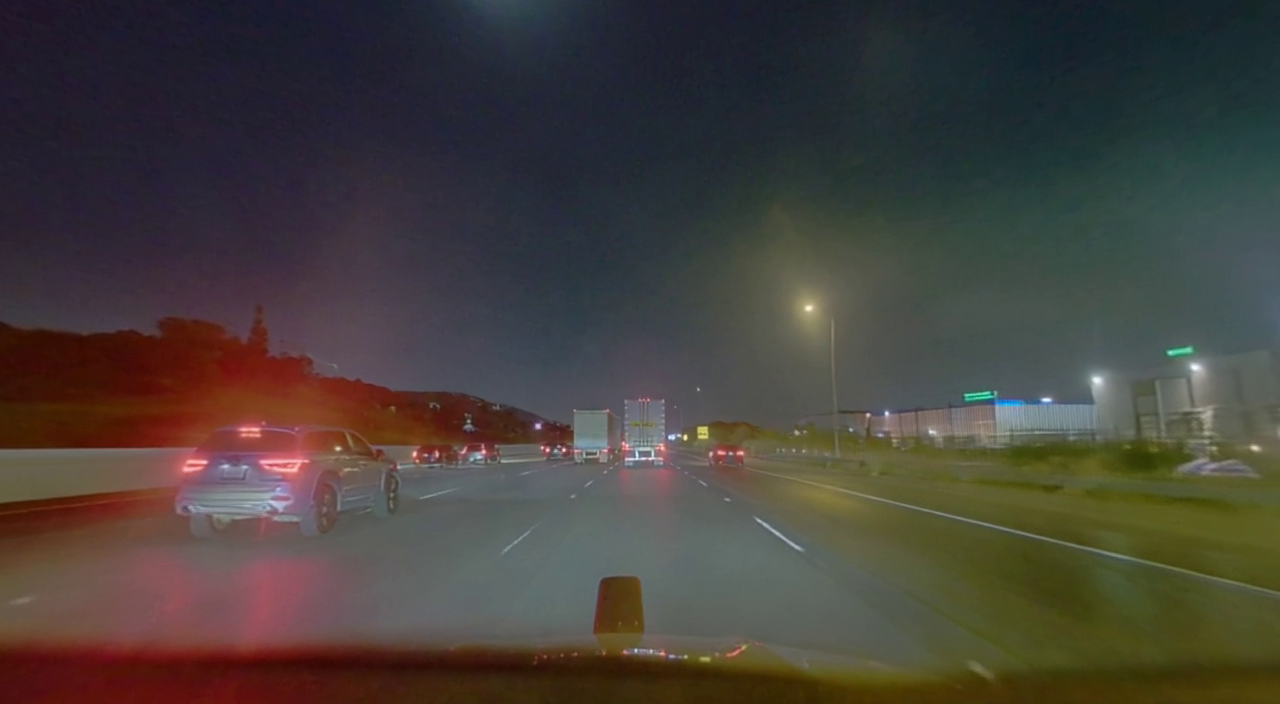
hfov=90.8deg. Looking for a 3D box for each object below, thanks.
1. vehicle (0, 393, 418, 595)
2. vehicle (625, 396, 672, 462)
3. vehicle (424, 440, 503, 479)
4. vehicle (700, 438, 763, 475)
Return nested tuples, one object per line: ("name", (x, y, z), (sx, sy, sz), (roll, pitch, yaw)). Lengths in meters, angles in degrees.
("vehicle", (-4.692, 1.565, 7.808), (2.122, 1.754, 4.379), (0, -9, 3))
("vehicle", (0.514, 5.631, 44.906), (2.969, 4.104, 10.906), (0, -9, 0))
("vehicle", (-7.186, 4.410, 26.251), (1.891, 1.460, 4.506), (0, -8, 1))
("vehicle", (3.845, 4.458, 27.230), (2.006, 1.452, 4.246), (0, -9, -1))
